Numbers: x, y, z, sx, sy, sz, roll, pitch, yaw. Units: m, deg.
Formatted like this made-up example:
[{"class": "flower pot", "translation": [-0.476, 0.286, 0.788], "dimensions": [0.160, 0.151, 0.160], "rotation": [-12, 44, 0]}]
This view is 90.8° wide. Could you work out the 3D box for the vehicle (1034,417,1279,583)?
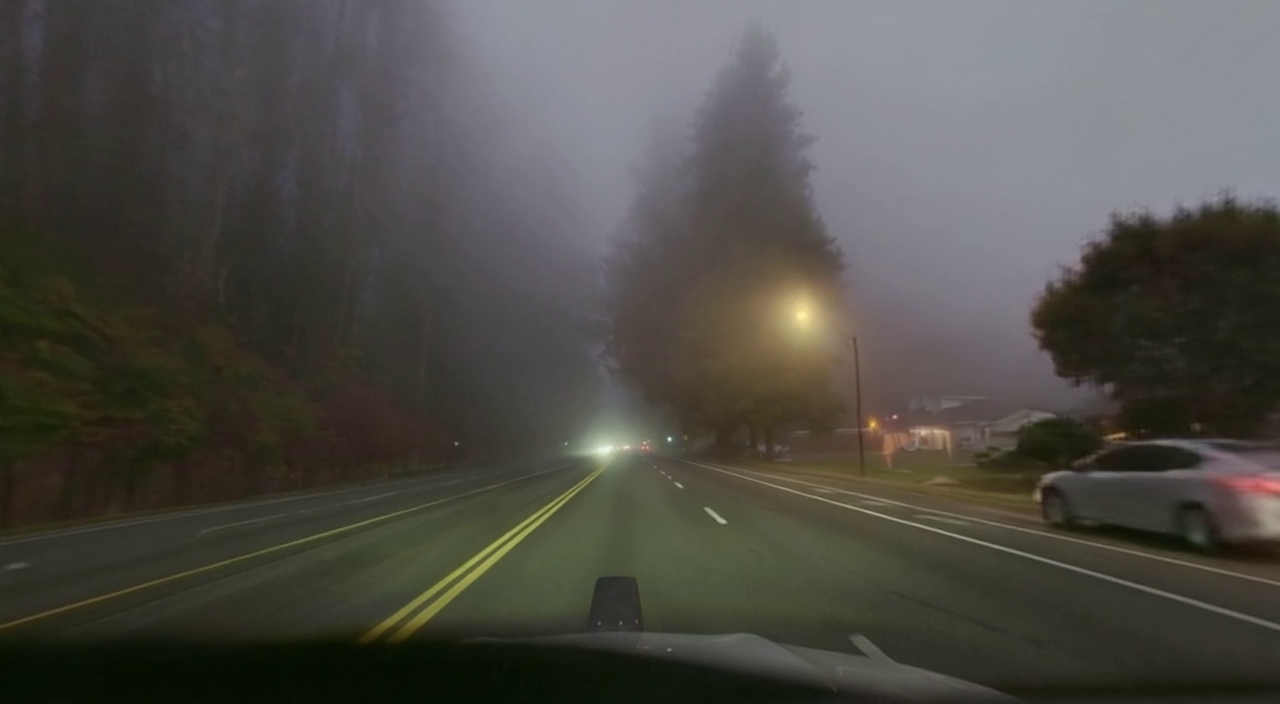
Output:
[{"class": "vehicle", "translation": [7.338, 1.733, 8.088], "dimensions": [1.965, 1.623, 4.096], "rotation": [0, -9, 1]}]
